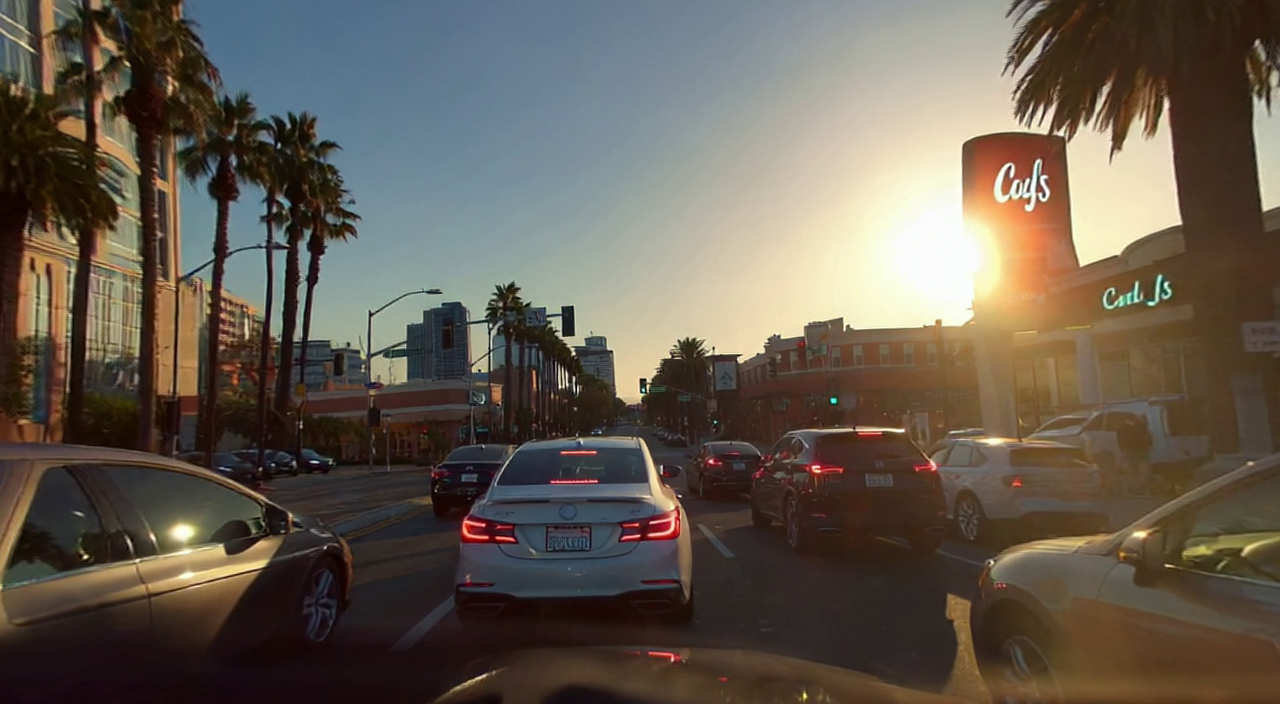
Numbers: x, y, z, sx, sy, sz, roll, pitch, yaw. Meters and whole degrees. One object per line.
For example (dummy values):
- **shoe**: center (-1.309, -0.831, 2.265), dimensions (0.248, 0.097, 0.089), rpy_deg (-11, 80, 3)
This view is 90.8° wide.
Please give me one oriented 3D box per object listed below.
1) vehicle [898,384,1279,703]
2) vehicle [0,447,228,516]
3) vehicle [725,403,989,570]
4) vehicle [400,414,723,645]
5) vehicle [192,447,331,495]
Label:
- **vehicle**: center (2.619, 0.810, 1.482), dimensions (2.085, 1.469, 4.458), rpy_deg (0, -9, -1)
- **vehicle**: center (-12.850, 3.135, 15.926), dimensions (1.870, 1.475, 4.531), rpy_deg (0, -9, 0)
- **vehicle**: center (2.641, 1.775, 9.074), dimensions (2.096, 1.775, 4.440), rpy_deg (0, -9, -2)
- **vehicle**: center (-0.519, 1.468, 6.227), dimensions (2.096, 1.492, 4.071), rpy_deg (0, -9, 0)
- **vehicle**: center (-12.856, 4.025, 21.881), dimensions (1.856, 1.455, 4.700), rpy_deg (0, -9, 0)
